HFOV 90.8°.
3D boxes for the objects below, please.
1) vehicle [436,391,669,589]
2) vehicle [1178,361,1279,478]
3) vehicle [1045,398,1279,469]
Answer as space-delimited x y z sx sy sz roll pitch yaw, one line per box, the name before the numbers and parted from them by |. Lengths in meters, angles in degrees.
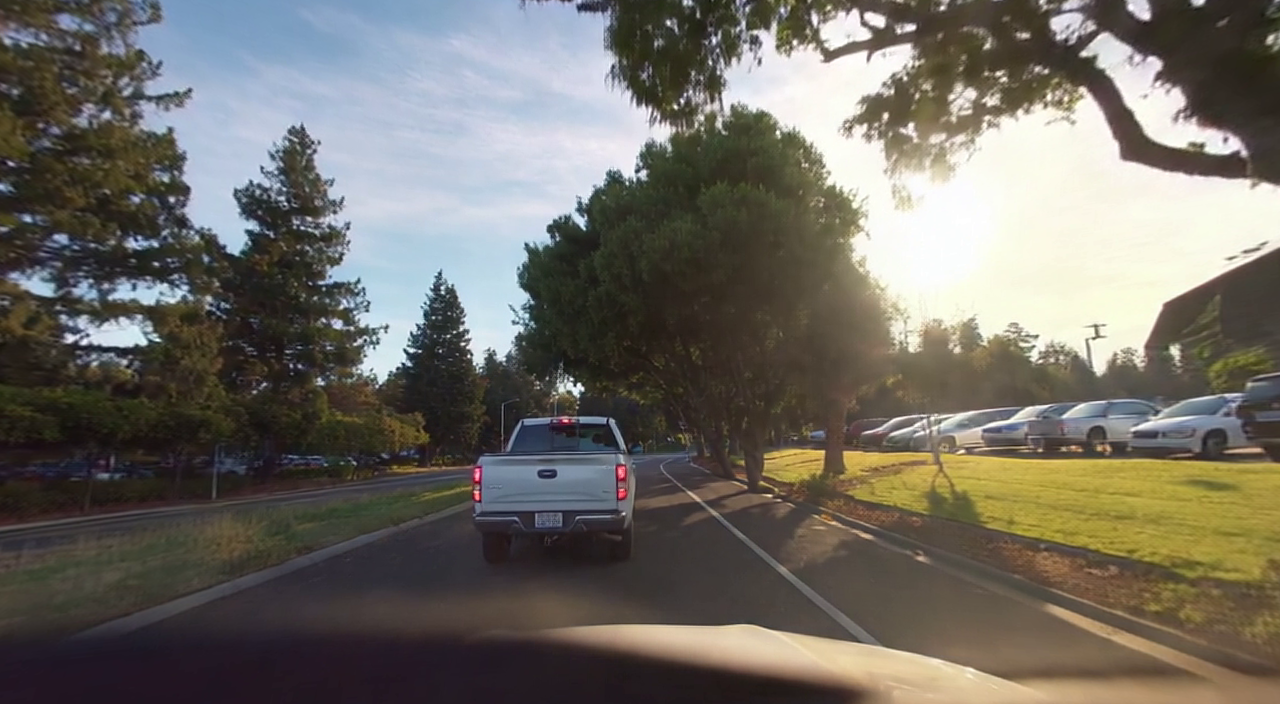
vehicle | -0.749 1.651 8.441 2.157 1.816 5.039 0 -8 1
vehicle | 12.755 1.224 11.200 4.368 1.901 2.112 0 -8 2
vehicle | 11.833 1.815 14.014 4.298 1.392 1.944 -1 -8 2
